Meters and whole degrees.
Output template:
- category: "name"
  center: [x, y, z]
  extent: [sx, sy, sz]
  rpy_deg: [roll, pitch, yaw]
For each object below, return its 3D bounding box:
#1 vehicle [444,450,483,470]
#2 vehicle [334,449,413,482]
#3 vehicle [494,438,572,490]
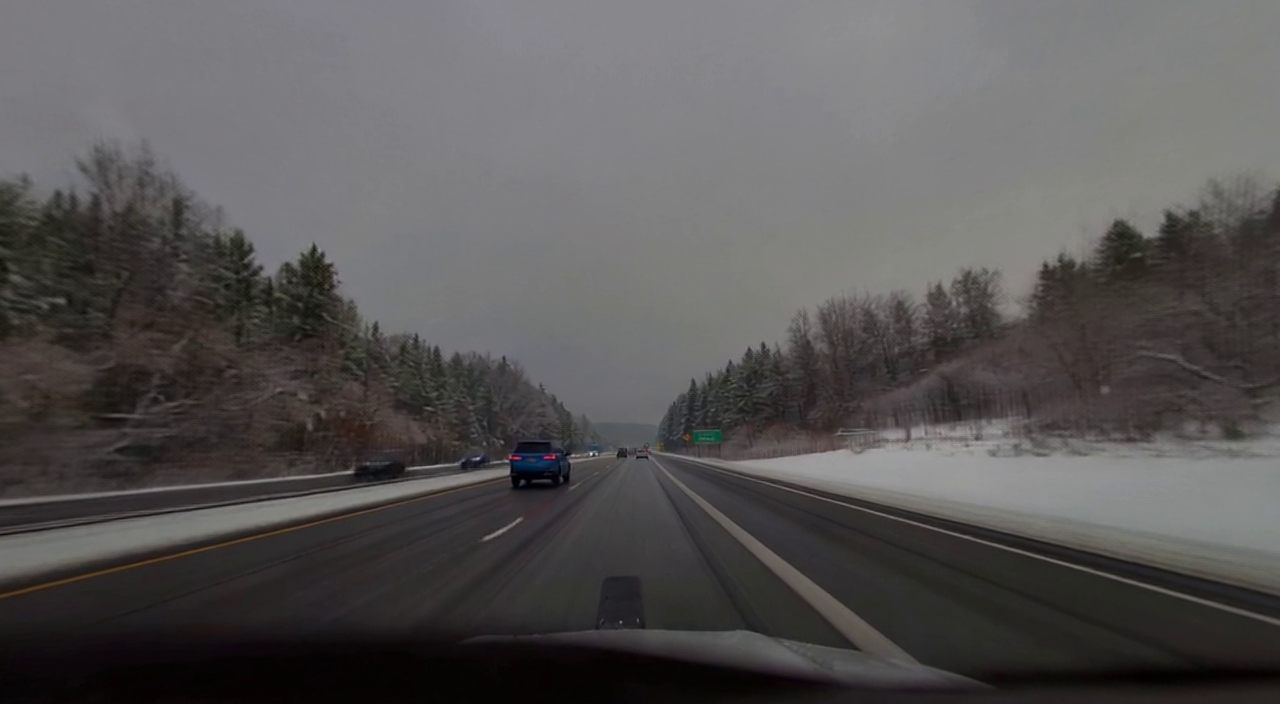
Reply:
- category: "vehicle"
  center: [-13.348, 8.181, 47.932]
  extent: [1.828, 1.414, 3.803]
  rpy_deg: [0, -9, 1]
- category: "vehicle"
  center: [-12.487, 5.309, 29.876]
  extent: [1.831, 1.438, 4.282]
  rpy_deg: [0, -9, 1]
- category: "vehicle"
  center: [-3.891, 4.169, 23.849]
  extent: [2.110, 1.727, 4.607]
  rpy_deg: [0, -9, 1]
